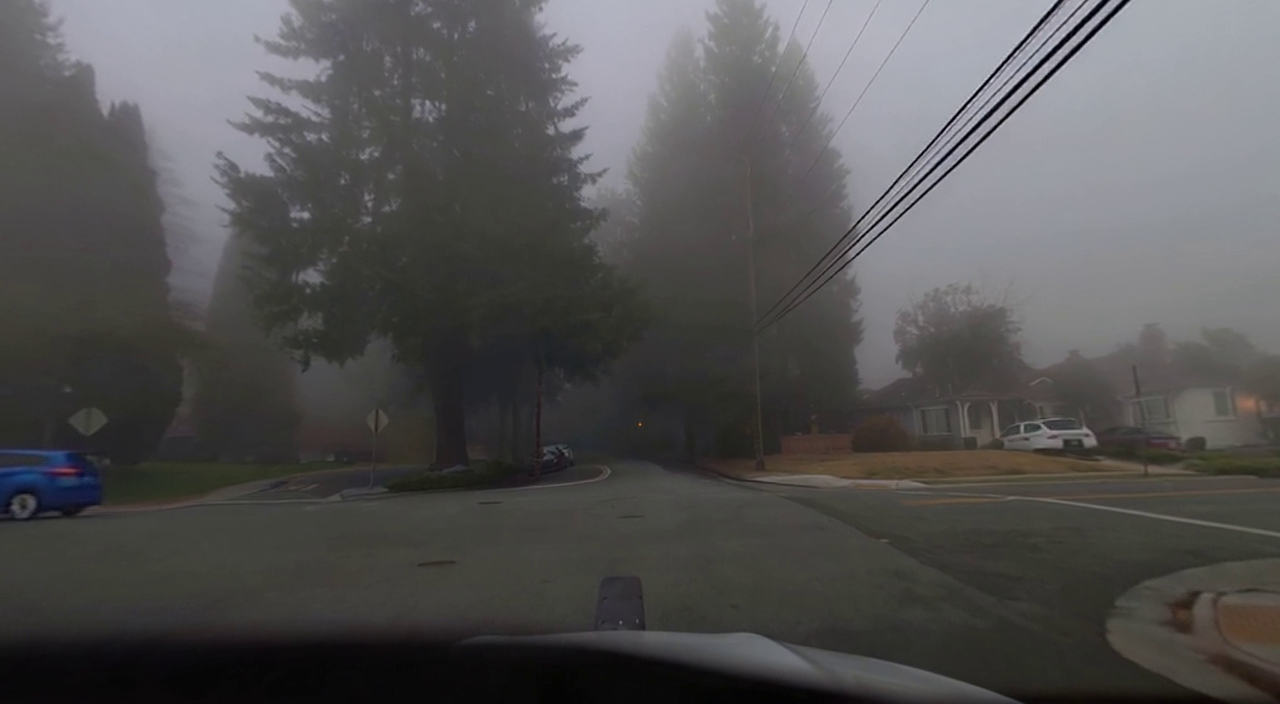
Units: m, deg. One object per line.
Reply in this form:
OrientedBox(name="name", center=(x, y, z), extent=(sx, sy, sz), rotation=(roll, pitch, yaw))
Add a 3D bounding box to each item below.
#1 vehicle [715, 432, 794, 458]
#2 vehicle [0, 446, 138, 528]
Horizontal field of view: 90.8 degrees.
OrientedBox(name="vehicle", center=(7.491, 6.107, 41.674), extent=(4.784, 1.647, 1.947), rotation=(0, -8, -5))
OrientedBox(name="vehicle", center=(-13.836, 2.824, 13.446), extent=(4.396, 1.596, 1.988), rotation=(2, -8, -14))
